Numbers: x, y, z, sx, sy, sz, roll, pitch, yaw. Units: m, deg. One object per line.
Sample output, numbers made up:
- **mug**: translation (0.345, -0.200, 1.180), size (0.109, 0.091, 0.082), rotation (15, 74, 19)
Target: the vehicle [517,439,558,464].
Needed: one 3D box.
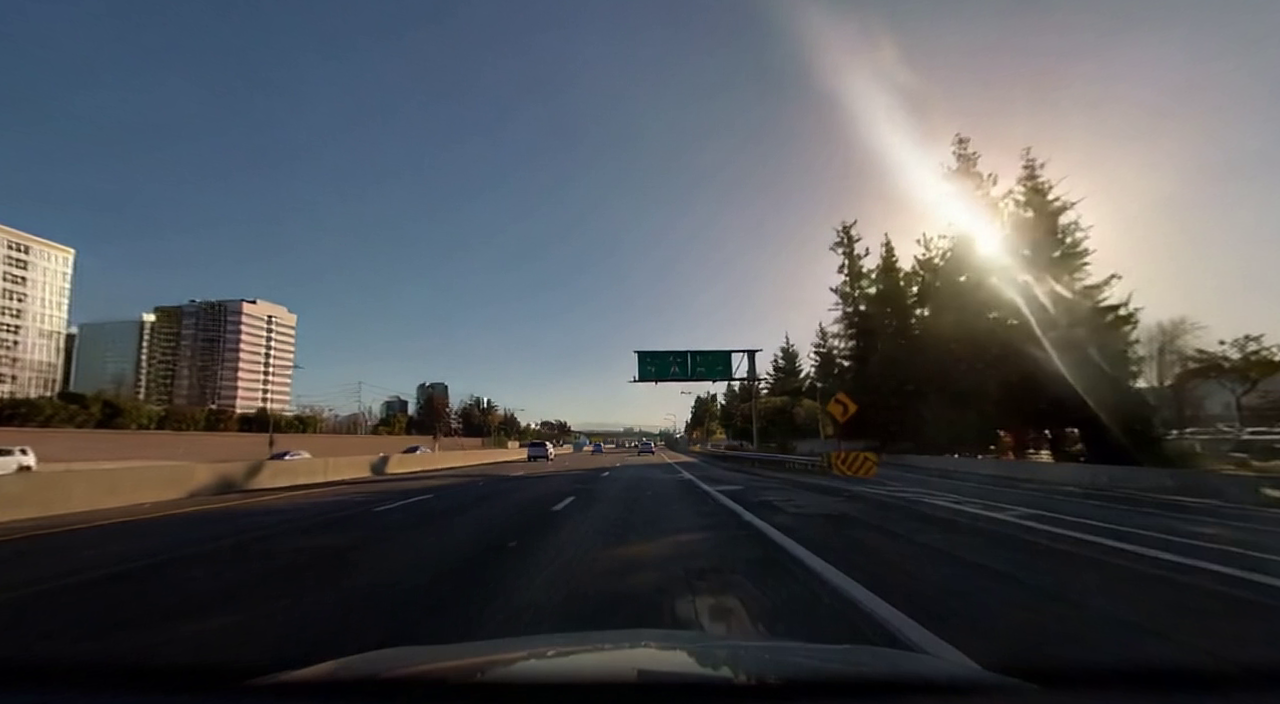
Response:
- **vehicle**: translation (-7.305, 7.118, 45.317), size (2.088, 1.678, 4.426), rotation (0, -8, 1)
